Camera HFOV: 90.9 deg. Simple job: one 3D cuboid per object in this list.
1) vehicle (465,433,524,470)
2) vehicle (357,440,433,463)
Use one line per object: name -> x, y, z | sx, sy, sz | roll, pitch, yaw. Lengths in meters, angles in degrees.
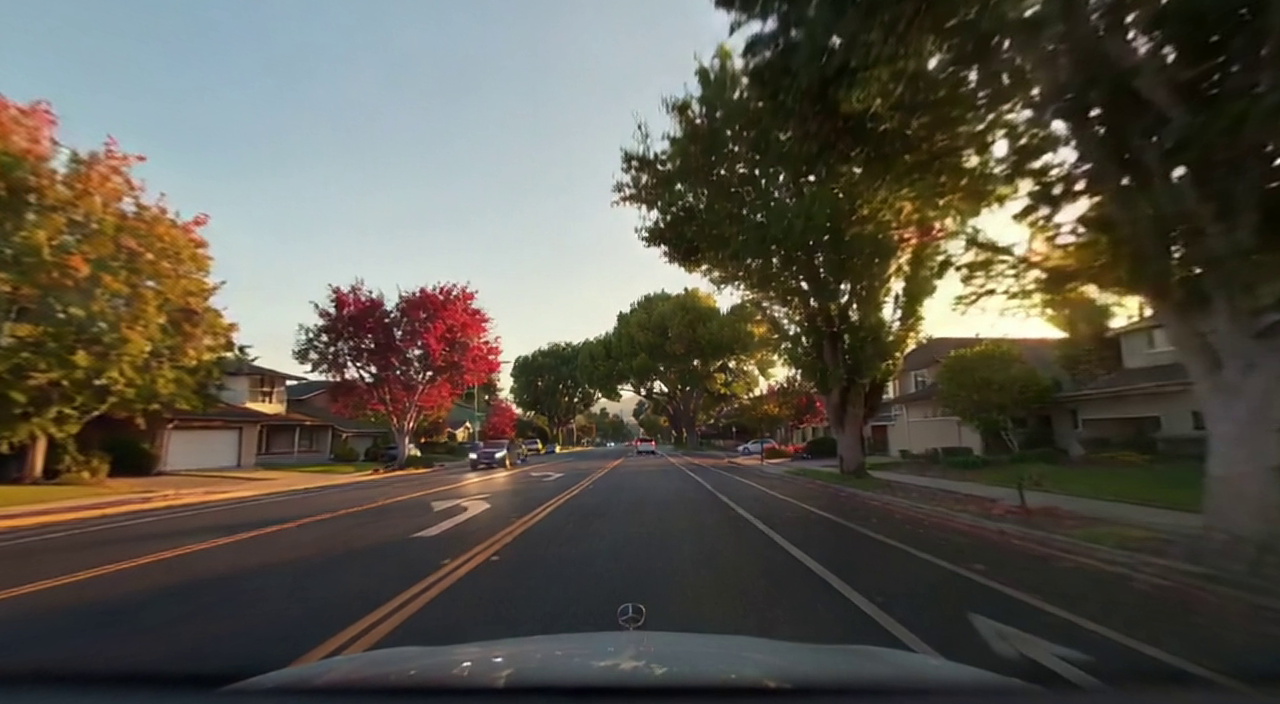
vehicle -> -7.403, 5.115, 32.559 | 1.977, 1.753, 4.128 | 0, -8, 1
vehicle -> -17.933, 7.294, 46.345 | 4.717, 1.605, 2.074 | 1, -8, -4
